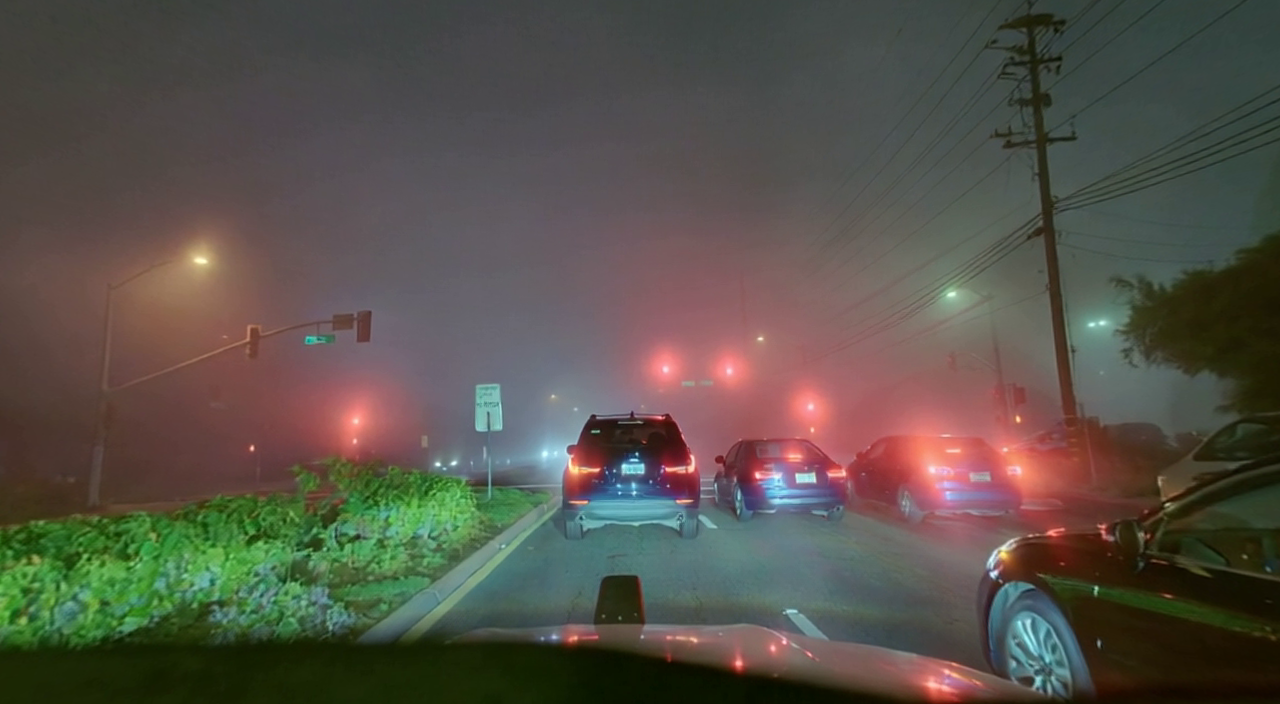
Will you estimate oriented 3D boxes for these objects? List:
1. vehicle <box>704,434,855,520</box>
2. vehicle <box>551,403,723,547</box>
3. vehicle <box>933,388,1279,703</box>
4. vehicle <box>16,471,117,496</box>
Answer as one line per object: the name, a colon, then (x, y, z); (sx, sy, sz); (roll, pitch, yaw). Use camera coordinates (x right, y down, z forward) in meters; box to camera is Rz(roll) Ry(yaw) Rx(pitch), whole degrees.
vehicle: (2.671, 2.510, 13.283); (2.025, 1.477, 4.333); (0, -8, -2)
vehicle: (-0.117, 1.971, 10.764); (2.236, 1.856, 4.816); (0, -9, -2)
vehicle: (2.731, 0.796, 1.479); (2.004, 1.460, 4.297); (0, -9, 0)
vehicle: (-38.331, 8.776, 42.324); (4.569, 1.505, 1.992); (0, -9, -5)
